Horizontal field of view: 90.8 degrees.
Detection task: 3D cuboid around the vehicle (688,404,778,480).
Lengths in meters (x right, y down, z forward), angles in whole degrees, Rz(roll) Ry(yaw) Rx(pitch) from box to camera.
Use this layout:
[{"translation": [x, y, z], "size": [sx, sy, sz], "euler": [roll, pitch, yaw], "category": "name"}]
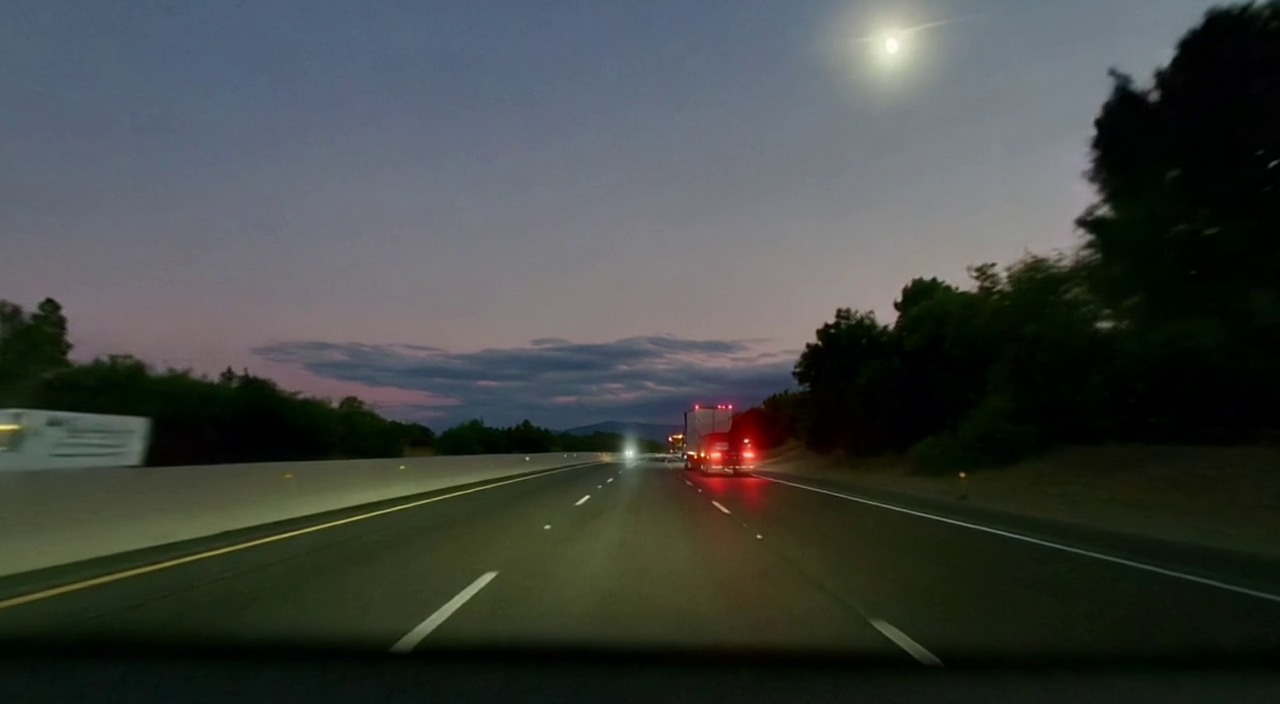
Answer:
[{"translation": [4.698, 5.145, 35.401], "size": [2.868, 3.427, 14.032], "euler": [0, -9, 0], "category": "vehicle"}]
